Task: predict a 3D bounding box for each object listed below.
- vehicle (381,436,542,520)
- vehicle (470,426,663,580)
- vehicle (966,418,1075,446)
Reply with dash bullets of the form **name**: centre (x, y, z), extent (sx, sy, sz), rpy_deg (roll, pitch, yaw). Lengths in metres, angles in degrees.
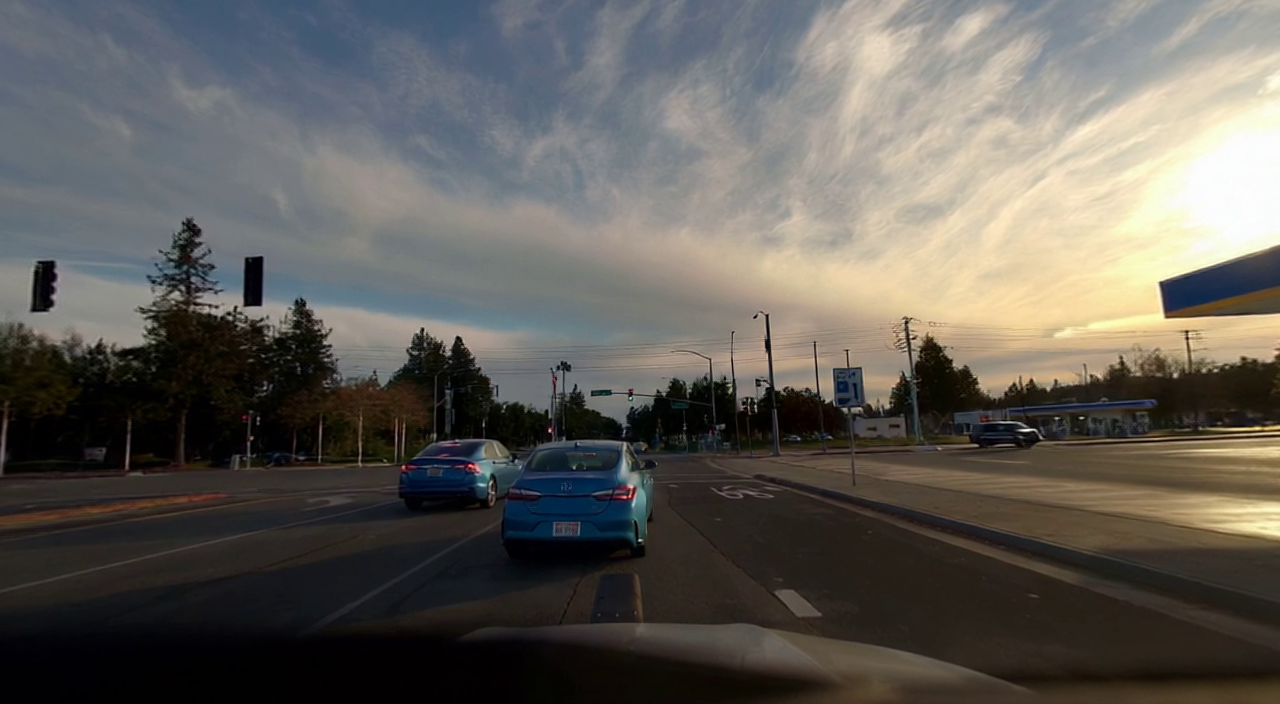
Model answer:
- **vehicle**: centre (-3.648, 2.666, 13.998), extent (1.995, 1.506, 4.773), rpy_deg (-1, -8, 3)
- **vehicle**: centre (-0.658, 1.833, 8.561), extent (1.916, 1.510, 4.447), rpy_deg (0, -8, 2)
- **vehicle**: centre (21.546, 4.584, 35.941), extent (4.874, 1.502, 2.048), rpy_deg (0, -8, 0)
